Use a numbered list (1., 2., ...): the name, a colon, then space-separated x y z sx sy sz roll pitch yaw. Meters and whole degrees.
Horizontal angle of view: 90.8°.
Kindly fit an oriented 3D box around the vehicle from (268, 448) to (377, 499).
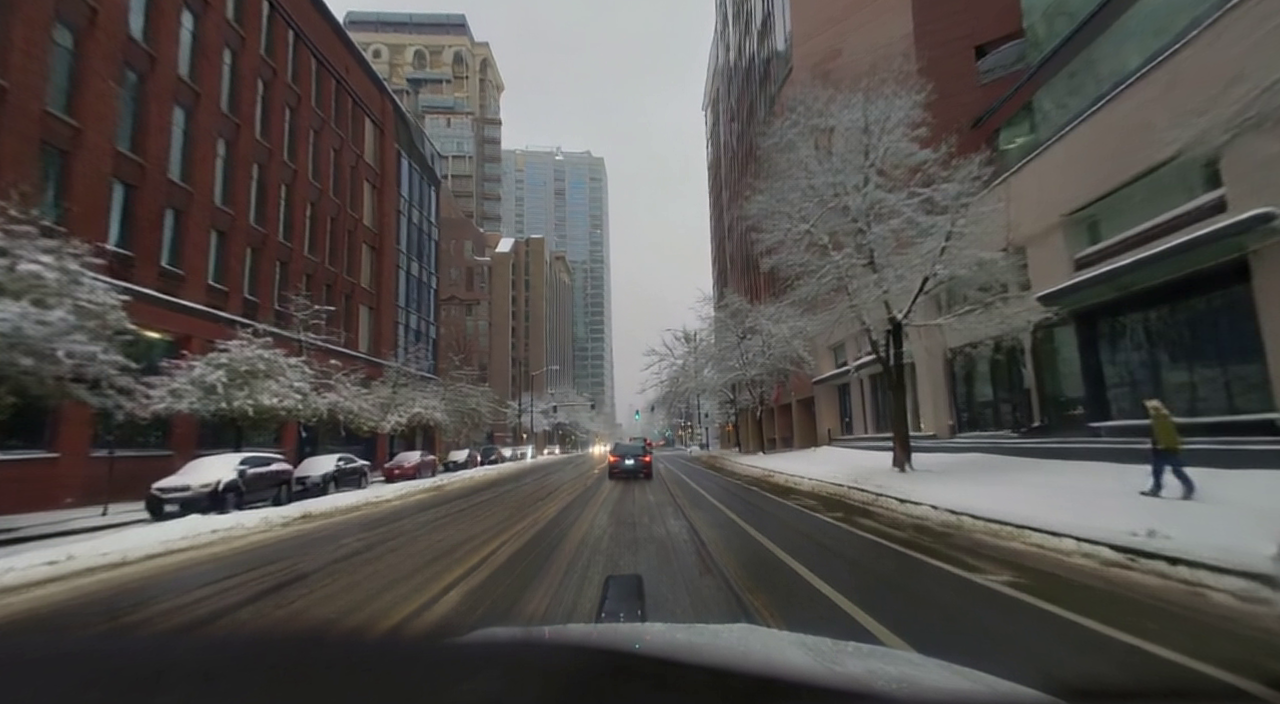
1. vehicle: -11.847 4.523 23.975 1.881 1.686 4.451 0 -8 -1

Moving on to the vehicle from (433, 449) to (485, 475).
1. vehicle: -11.675 7.095 41.125 1.991 1.507 4.879 0 -8 0

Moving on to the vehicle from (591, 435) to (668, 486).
1. vehicle: -0.296 3.473 20.510 2.269 1.479 3.980 0 -8 0

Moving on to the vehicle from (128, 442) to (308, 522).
1. vehicle: -11.950 3.648 18.389 2.114 1.938 4.590 -1 -8 -1

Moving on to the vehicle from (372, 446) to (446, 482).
1. vehicle: -11.915 5.785 32.979 2.077 1.732 4.704 0 -8 1
